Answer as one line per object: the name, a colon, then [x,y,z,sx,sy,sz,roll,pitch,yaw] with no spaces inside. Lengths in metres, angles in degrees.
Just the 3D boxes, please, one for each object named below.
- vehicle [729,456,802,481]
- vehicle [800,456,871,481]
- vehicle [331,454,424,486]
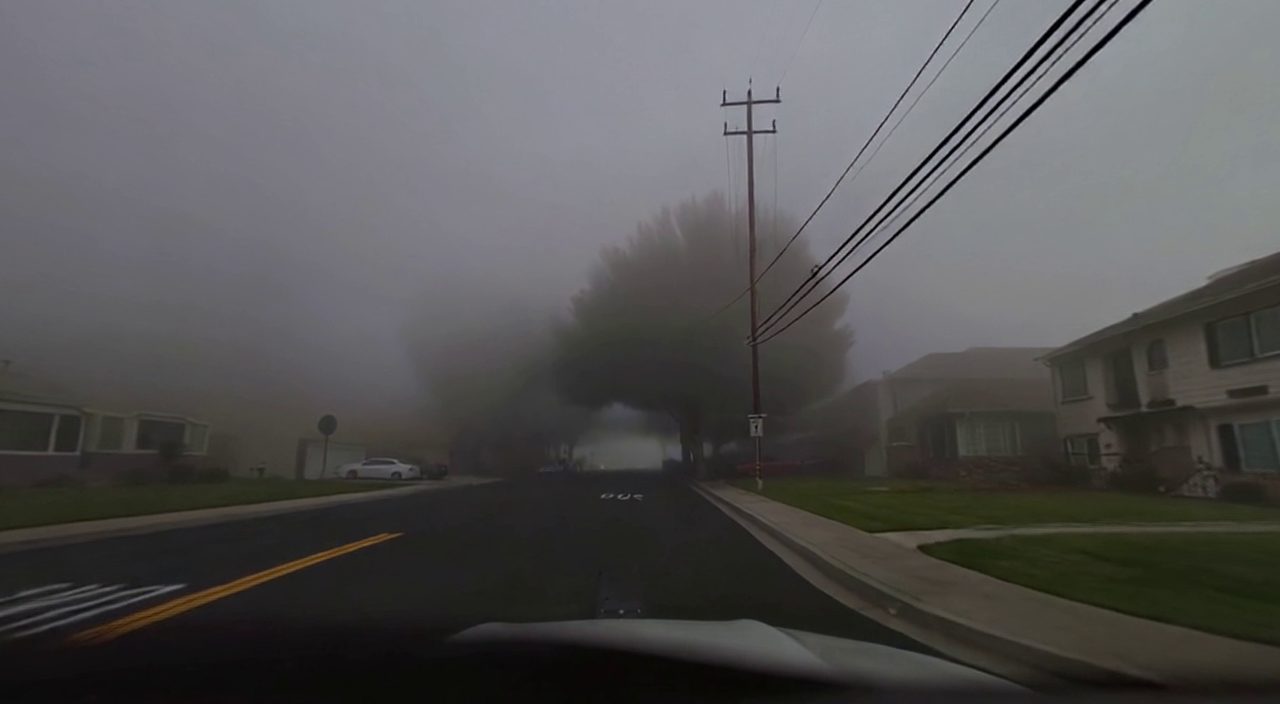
vehicle: [9.270,8.644,46.858,4.952,1.775,2.089,0,-10,1]
vehicle: [12.986,7.781,42.244,4.122,1.610,1.888,0,-9,2]
vehicle: [-15.177,6.830,36.656,4.500,1.714,1.924,-1,-10,7]
